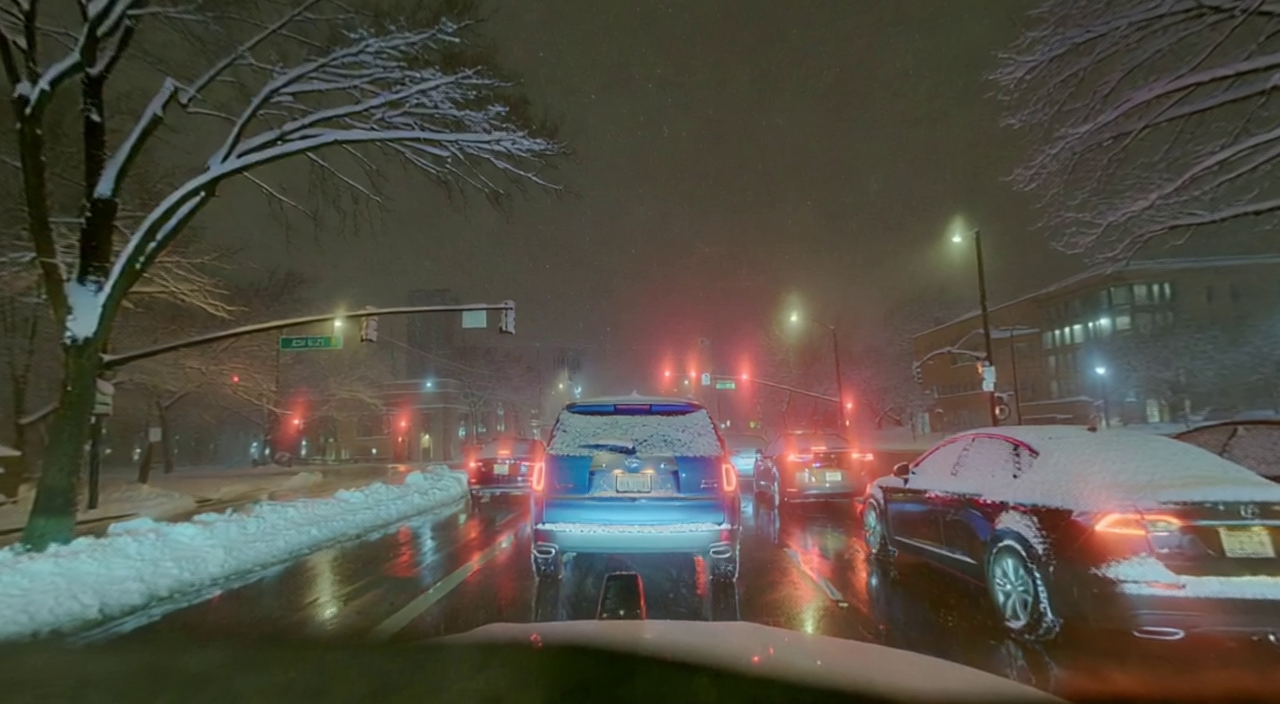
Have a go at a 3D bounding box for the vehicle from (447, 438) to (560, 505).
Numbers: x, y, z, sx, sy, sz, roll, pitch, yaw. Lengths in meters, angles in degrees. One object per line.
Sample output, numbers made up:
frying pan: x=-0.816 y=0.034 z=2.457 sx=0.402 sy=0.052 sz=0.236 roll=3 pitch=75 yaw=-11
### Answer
vehicle: x=-3.308 y=2.983 z=16.213 sx=1.913 sy=1.464 sz=4.276 roll=0 pitch=-8 yaw=0

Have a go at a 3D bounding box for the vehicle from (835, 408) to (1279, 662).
vehicle: x=3.636 y=1.417 z=6.079 sx=1.995 sy=1.483 sz=4.533 roll=0 pitch=-8 yaw=-1

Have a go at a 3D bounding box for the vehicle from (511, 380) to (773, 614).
vehicle: x=-0.036 y=1.458 z=7.275 sx=2.038 sy=1.819 sz=4.505 roll=0 pitch=-8 yaw=-1

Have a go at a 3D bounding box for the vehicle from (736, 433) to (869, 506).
vehicle: x=3.646 y=2.711 z=15.068 sx=1.940 sy=1.474 sz=4.234 roll=0 pitch=-8 yaw=-1
